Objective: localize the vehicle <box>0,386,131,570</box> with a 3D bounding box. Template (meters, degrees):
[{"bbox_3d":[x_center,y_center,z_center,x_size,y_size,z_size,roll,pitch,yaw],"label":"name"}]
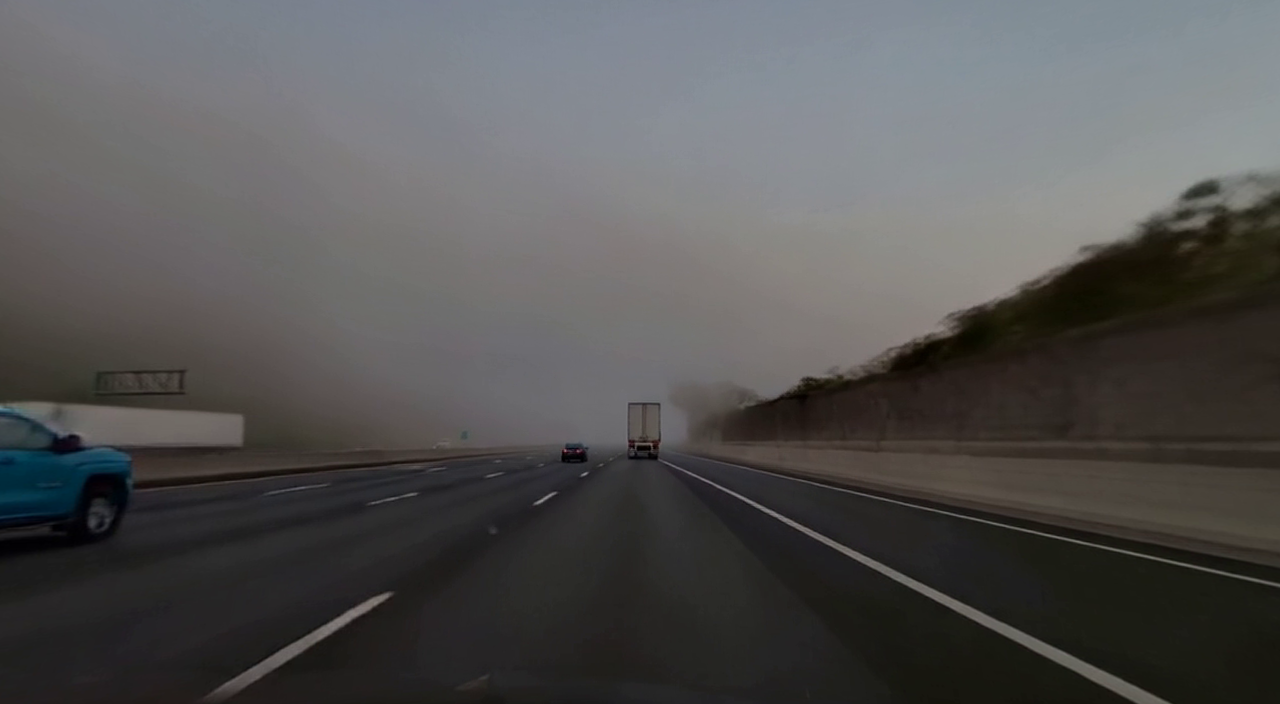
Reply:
[{"bbox_3d":[-7.513,1.097,5.211,2.113,1.837,5.339,0,-8,0],"label":"vehicle"}]

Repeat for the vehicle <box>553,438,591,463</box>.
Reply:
[{"bbox_3d":[-4.318,6.296,40.464,1.983,1.508,4.060,0,-8,0],"label":"vehicle"}]
